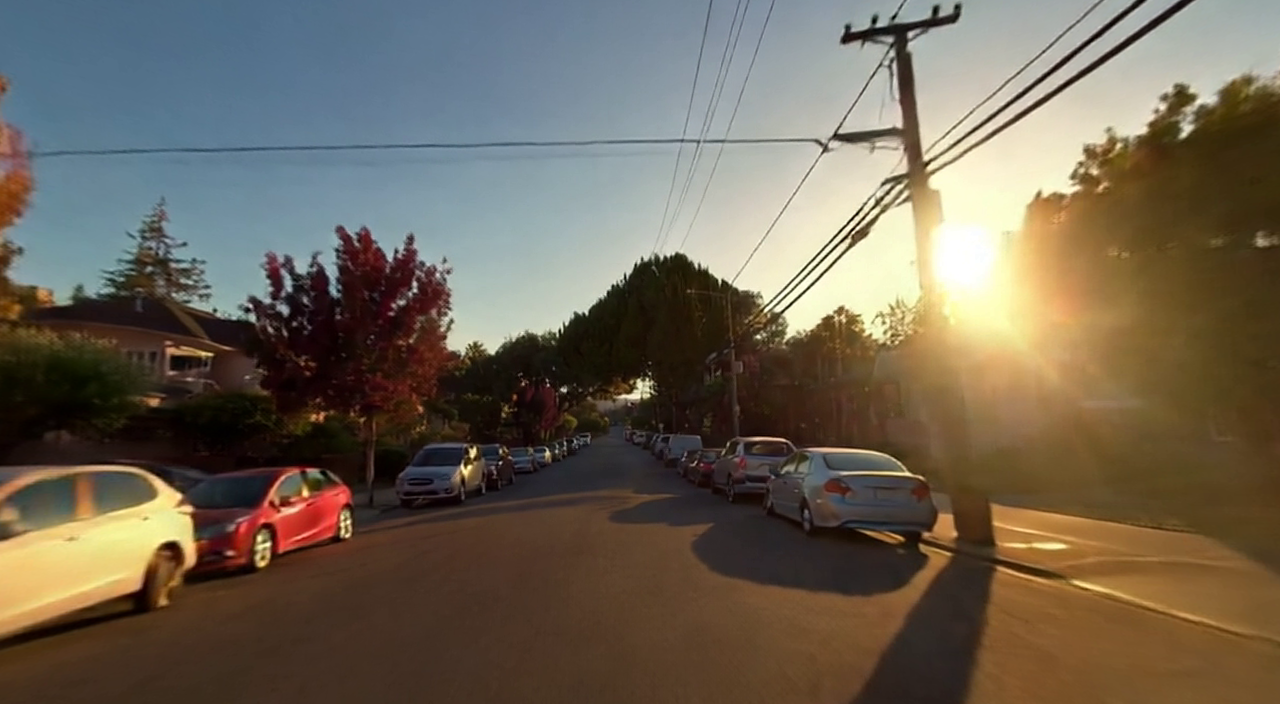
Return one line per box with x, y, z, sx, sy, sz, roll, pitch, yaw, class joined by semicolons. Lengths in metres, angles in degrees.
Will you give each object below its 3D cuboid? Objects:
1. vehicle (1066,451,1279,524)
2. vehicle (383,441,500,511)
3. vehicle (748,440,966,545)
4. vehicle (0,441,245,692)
12.010;2.881;13.682;4.292;1.389;1.771;0;-8;-2;vehicle
-6.261;3.935;20.812;2.184;1.958;5.757;0;-8;-2;vehicle
3.606;2.427;11.732;2.174;1.504;4.809;0;-8;-2;vehicle
-5.468;1.578;4.957;2.032;1.716;4.382;0;-8;-3;vehicle
